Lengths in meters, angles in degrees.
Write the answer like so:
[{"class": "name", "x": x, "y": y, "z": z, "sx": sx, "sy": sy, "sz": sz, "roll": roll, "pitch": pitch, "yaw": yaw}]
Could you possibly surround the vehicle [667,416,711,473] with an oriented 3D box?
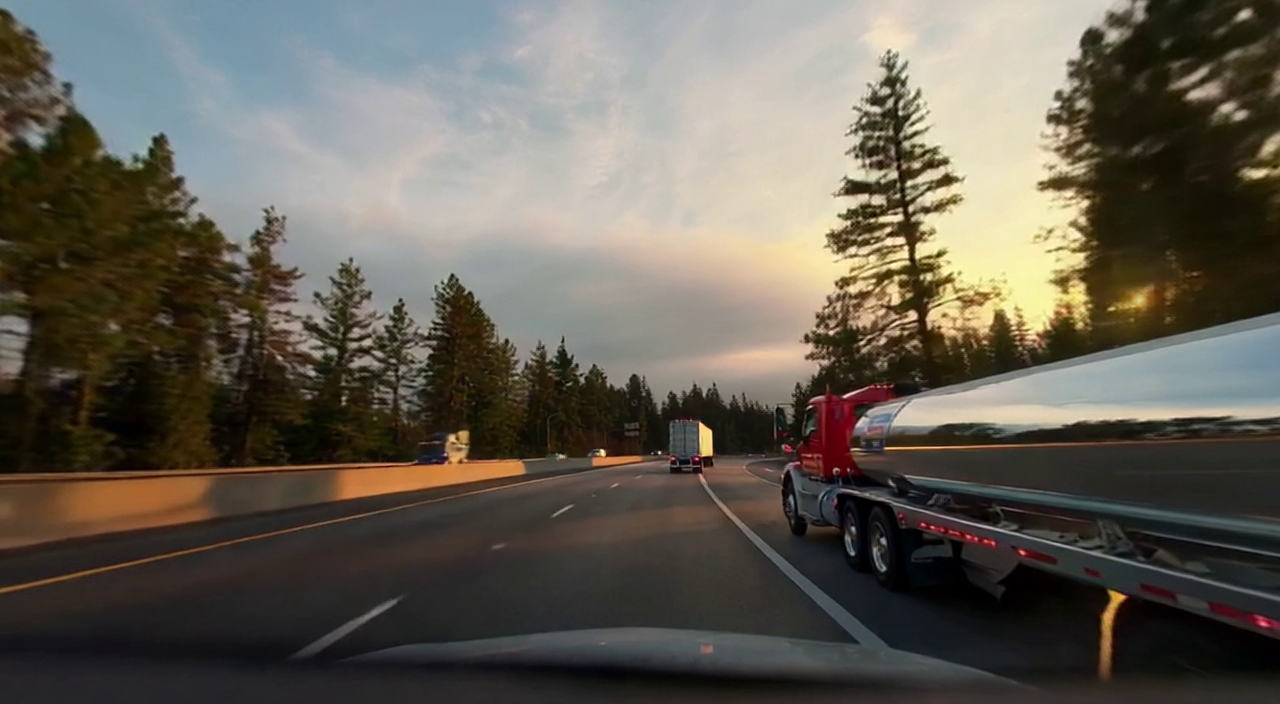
[{"class": "vehicle", "x": 3.922, "y": 7.193, "z": 48.783, "sx": 2.907, "sy": 3.747, "sz": 13.318, "roll": 0, "pitch": -9, "yaw": 5}]
